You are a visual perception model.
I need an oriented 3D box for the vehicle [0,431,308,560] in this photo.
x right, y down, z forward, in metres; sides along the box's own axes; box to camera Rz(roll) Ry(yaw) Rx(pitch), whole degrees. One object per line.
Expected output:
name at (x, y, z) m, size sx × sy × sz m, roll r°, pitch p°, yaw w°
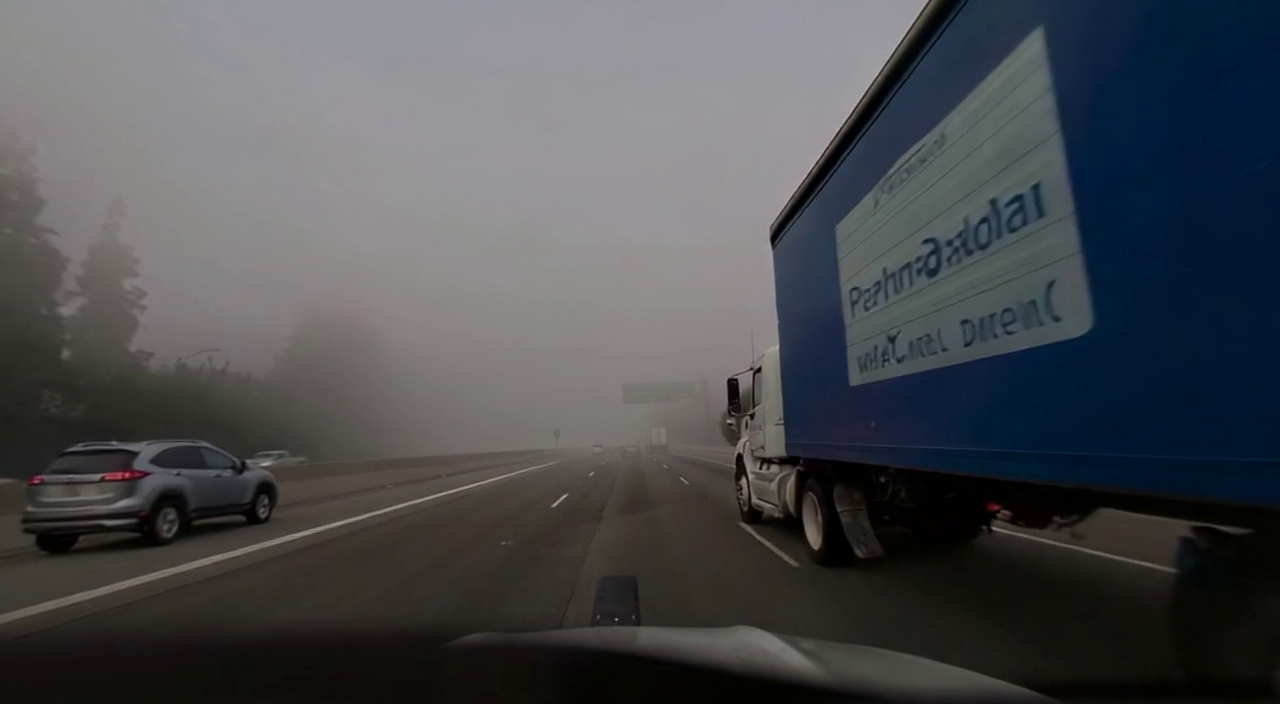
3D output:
vehicle at (-7.340, 2.026, 9.723) m, size 2.033 × 1.494 × 4.508 m, roll 0°, pitch -9°, yaw -1°

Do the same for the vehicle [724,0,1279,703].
vehicle at (3.109, 0.144, 5.501) m, size 2.985 × 3.985 × 10.516 m, roll 0°, pitch -9°, yaw -2°
